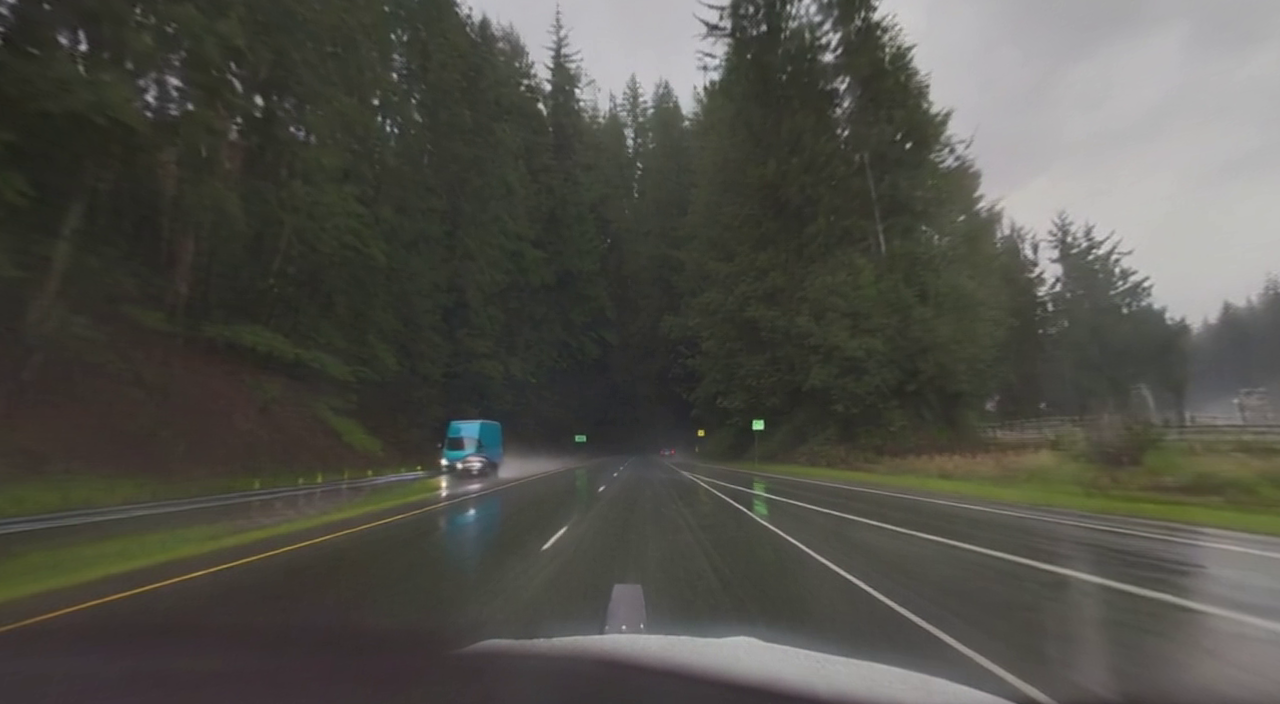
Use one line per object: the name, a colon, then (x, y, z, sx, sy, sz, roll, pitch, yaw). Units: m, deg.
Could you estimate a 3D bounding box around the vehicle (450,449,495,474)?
vehicle: (-10.306, 6.781, 39.051, 1.696, 1.442, 3.589, 0, -9, 1)
